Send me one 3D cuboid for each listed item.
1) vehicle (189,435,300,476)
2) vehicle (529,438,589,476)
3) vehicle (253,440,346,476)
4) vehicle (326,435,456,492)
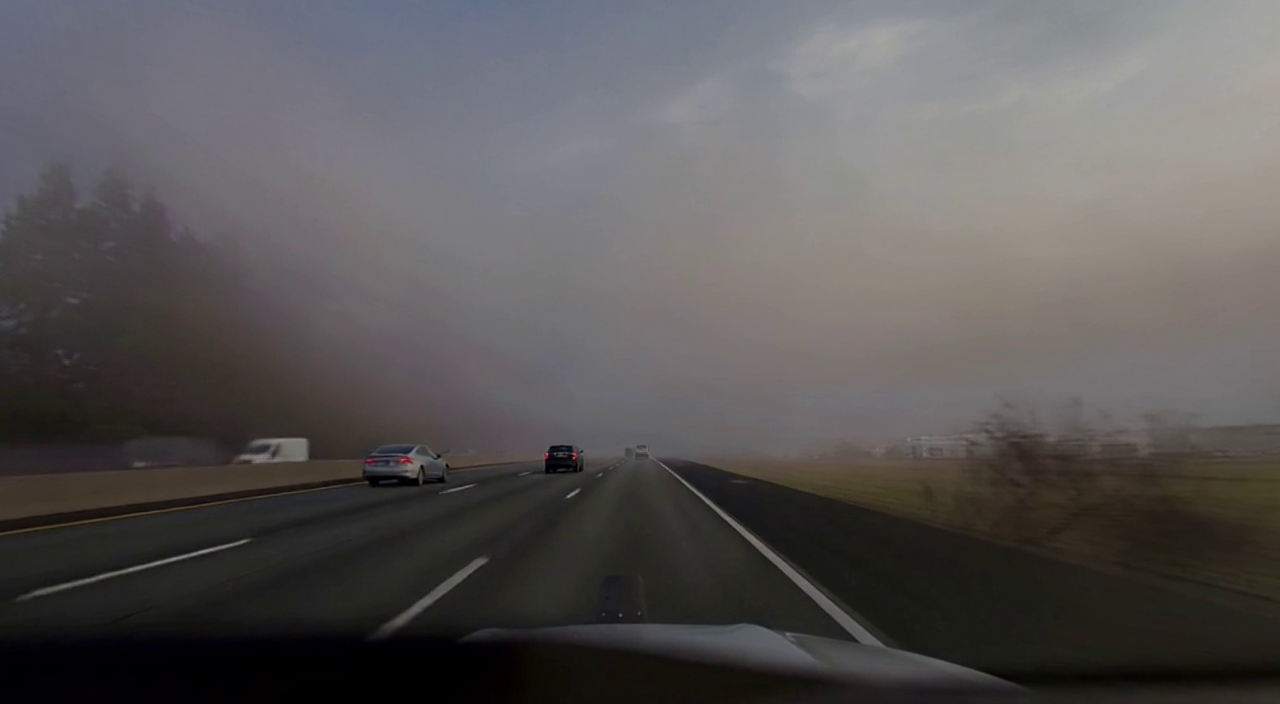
[{"bbox_3d":[-23.127,6.074,37.259,2.351,2.215,6.293,0,-8,1],"label":"vehicle"},{"bbox_3d":[-3.700,4.896,29.610,2.083,1.588,4.801,0,-8,1],"label":"vehicle"},{"bbox_3d":[-15.927,4.967,29.790,1.859,1.526,4.501,0,-8,0],"label":"vehicle"},{"bbox_3d":[-7.483,3.380,19.538,2.034,1.523,4.627,0,-8,1],"label":"vehicle"}]
